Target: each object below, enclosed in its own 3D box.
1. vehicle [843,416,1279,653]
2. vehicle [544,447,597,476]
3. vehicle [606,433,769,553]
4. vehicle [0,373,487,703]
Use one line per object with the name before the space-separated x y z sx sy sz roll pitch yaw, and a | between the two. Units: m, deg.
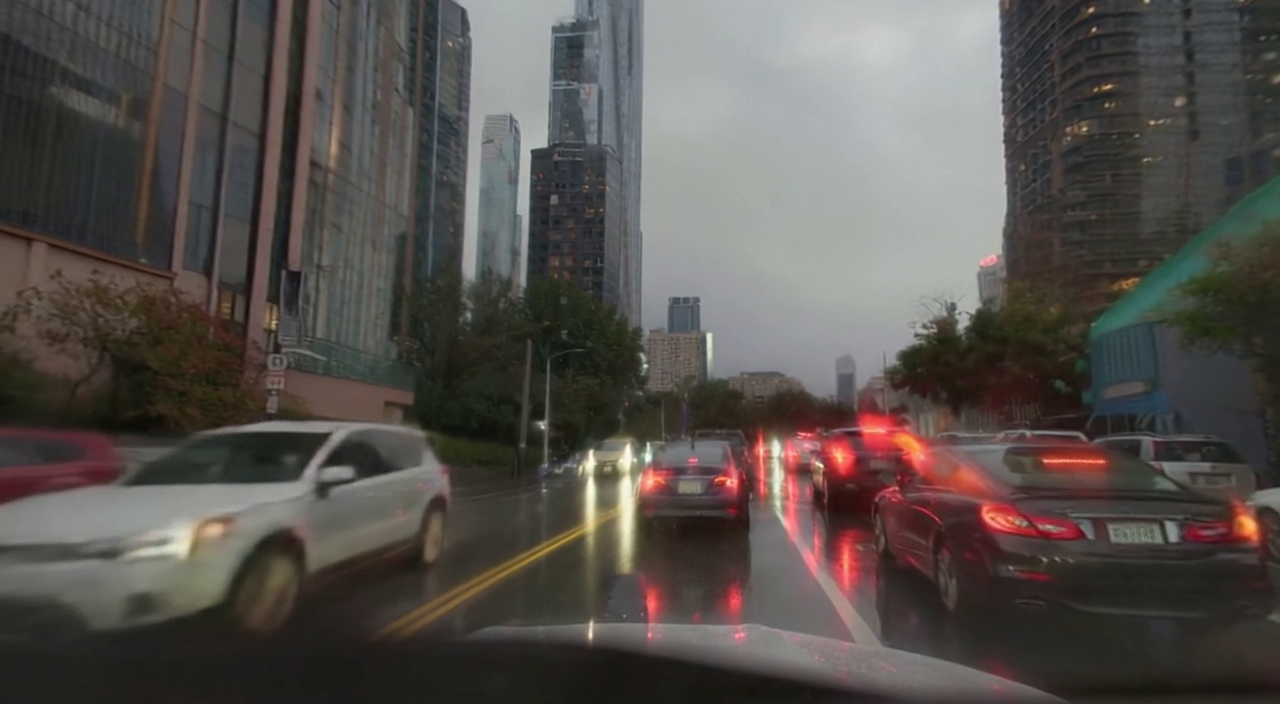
vehicle | 3.433 1.496 6.305 1.982 1.510 4.144 -1 -8 8
vehicle | -3.798 6.099 35.347 1.930 1.480 4.174 -1 -8 9
vehicle | 0.839 2.035 9.822 2.031 1.461 3.763 -1 -8 8
vehicle | -3.180 1.312 5.667 2.030 1.730 4.453 -1 -8 7
